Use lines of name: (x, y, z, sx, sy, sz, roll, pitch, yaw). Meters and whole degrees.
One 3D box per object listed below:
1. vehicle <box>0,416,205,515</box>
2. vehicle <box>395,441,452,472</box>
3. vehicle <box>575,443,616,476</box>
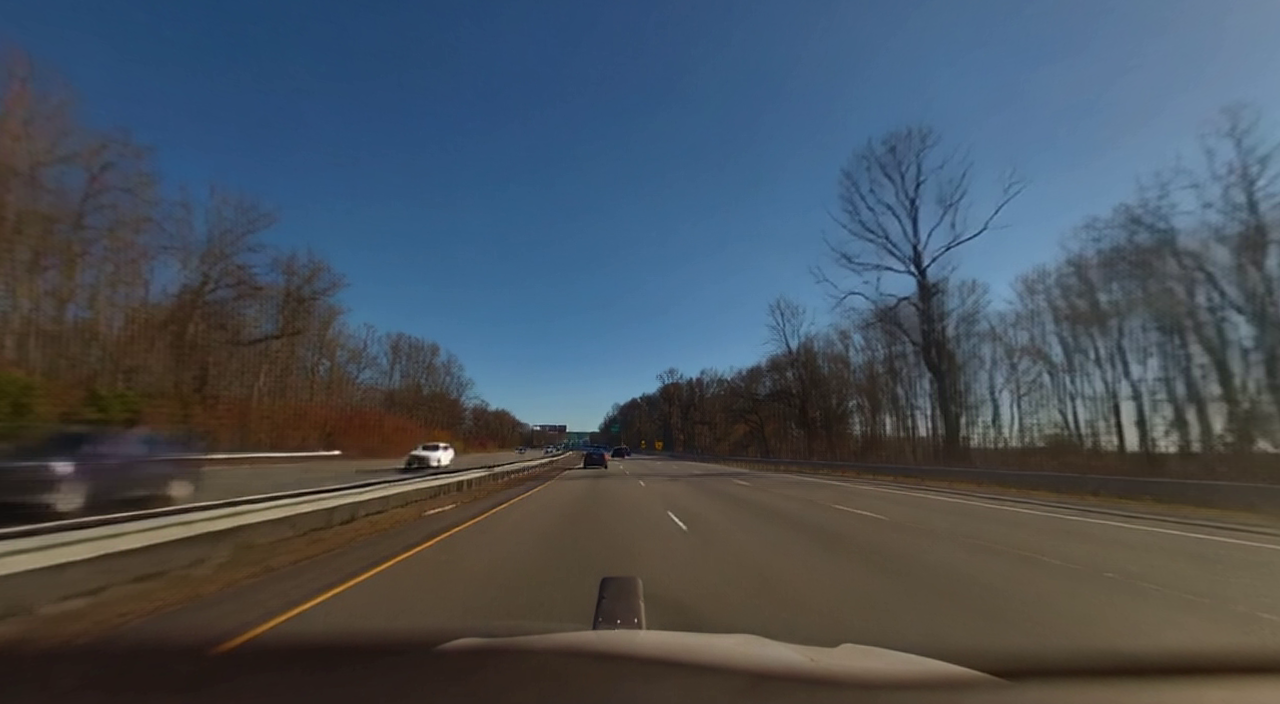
vehicle: (-10.198, 2.025, 11.488, 1.815, 1.491, 3.784, 0, -9, -3)
vehicle: (-11.597, 5.610, 33.797, 1.817, 1.501, 3.906, 0, -9, -3)
vehicle: (-2.465, 5.978, 34.961, 2.151, 1.693, 4.201, 0, -9, -3)
